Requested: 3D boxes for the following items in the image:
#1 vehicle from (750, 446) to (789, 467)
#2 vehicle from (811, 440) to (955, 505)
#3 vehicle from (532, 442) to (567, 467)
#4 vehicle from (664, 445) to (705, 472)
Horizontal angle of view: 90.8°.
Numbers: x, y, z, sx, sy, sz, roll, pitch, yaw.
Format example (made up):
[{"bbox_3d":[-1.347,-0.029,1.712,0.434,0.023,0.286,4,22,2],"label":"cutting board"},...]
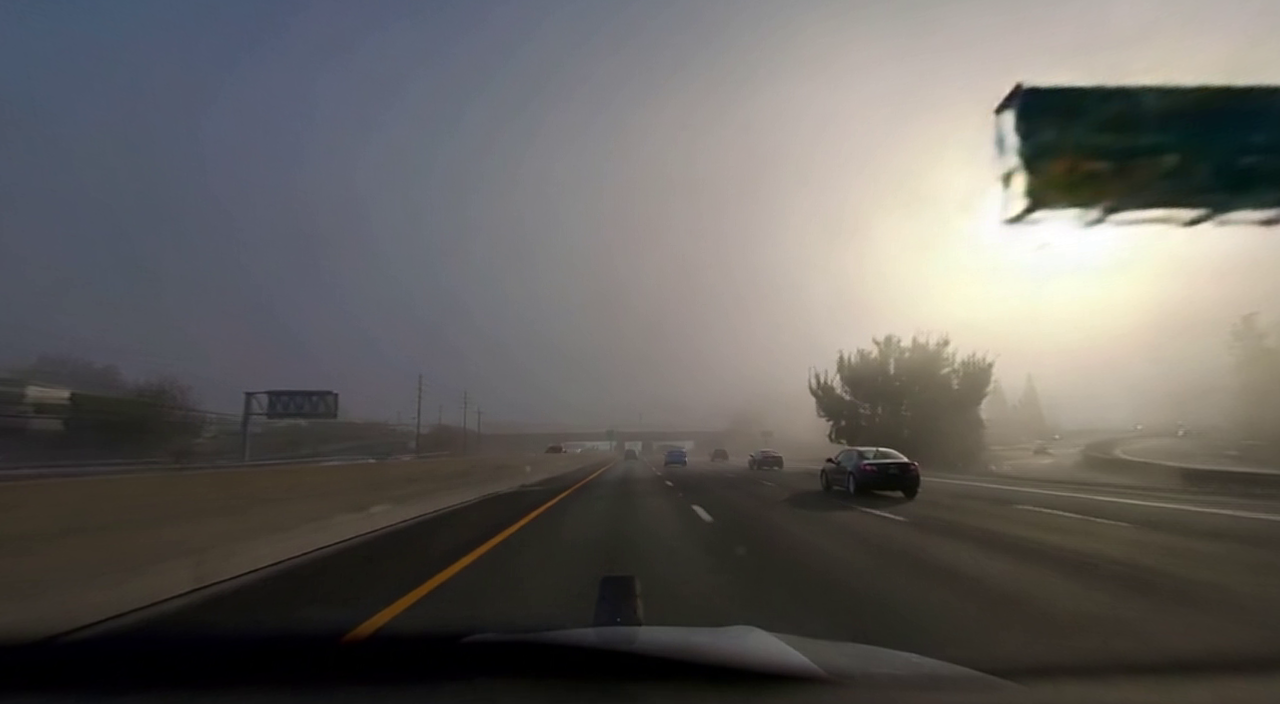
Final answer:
[{"bbox_3d":[9.415,7.570,46.152,1.838,1.440,4.121,0,-8,-2],"label":"vehicle"},{"bbox_3d":[6.305,3.140,17.054,1.952,1.489,4.483,0,-8,-2],"label":"vehicle"},{"bbox_3d":[-7.070,8.021,49.660,2.086,1.884,4.793,0,-8,0],"label":"vehicle"},{"bbox_3d":[2.606,6.324,37.913,1.993,1.507,4.594,0,-8,-2],"label":"vehicle"}]
